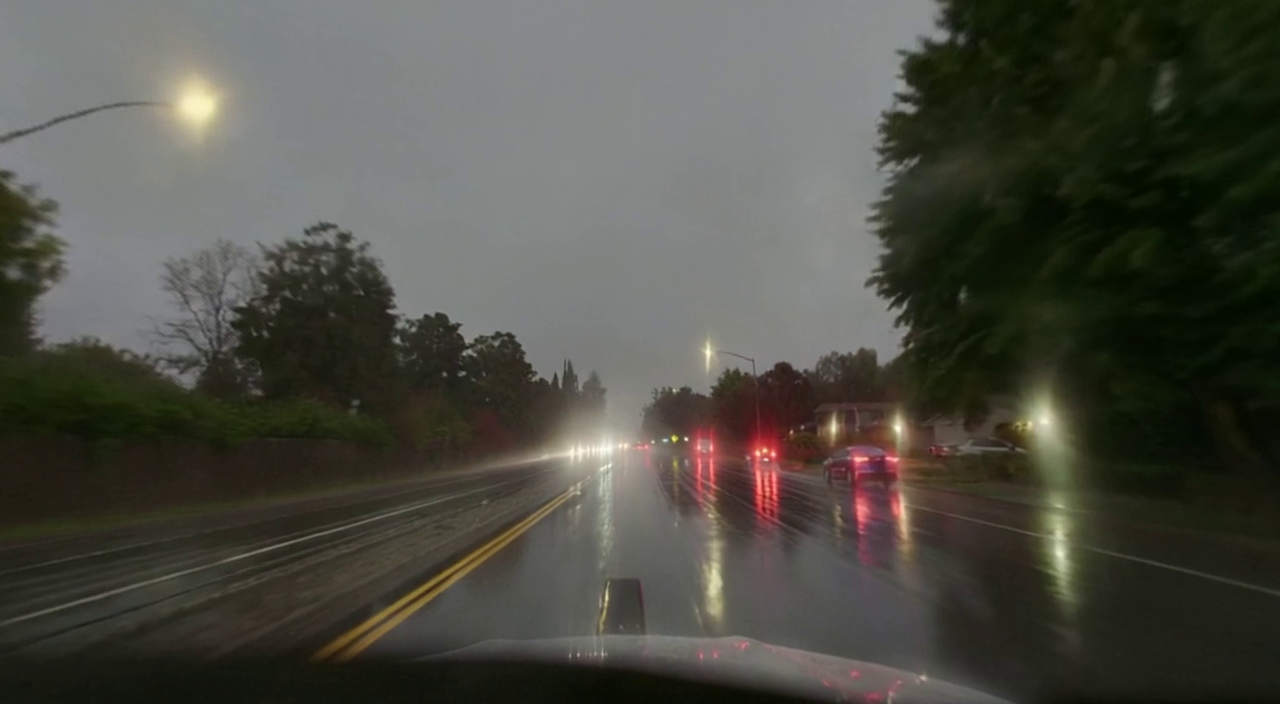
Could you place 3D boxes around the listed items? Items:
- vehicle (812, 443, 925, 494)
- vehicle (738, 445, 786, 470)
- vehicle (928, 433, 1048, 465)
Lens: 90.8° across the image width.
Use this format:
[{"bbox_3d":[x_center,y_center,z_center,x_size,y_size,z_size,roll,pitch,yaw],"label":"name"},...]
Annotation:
[{"bbox_3d":[7.336,3.768,20.841,2.010,1.469,4.548,0,-9,0],"label":"vehicle"},{"bbox_3d":[7.494,6.520,39.240,1.967,1.449,4.645,0,-9,-1],"label":"vehicle"},{"bbox_3d":[17.702,4.966,32.290,4.793,1.537,2.353,0,-9,-5],"label":"vehicle"}]
